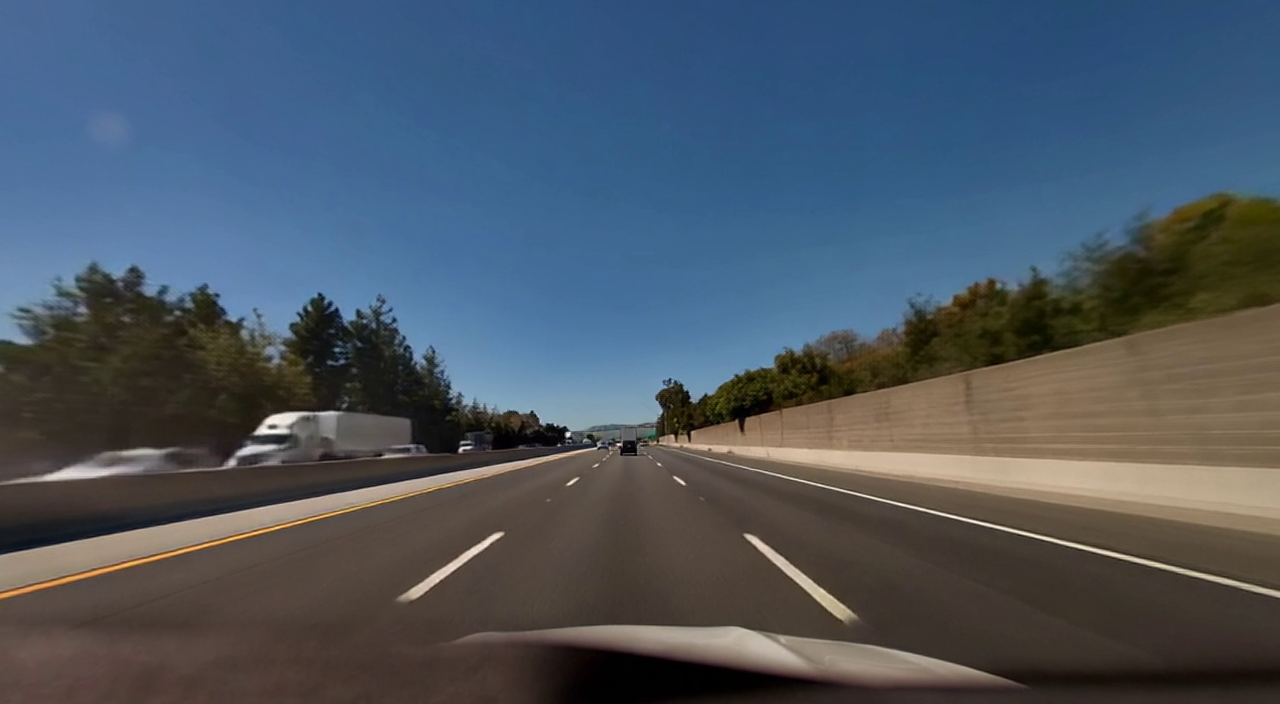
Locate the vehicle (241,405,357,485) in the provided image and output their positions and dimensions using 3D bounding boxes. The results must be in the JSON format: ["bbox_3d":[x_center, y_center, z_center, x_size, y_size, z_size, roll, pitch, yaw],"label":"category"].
[{"bbox_3d":[-19.603,5.395,36.766,2.993,4.166,6.516,0,-8,-1],"label":"vehicle"}]

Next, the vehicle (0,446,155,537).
[{"bbox_3d":[-11.684,2.528,11.695,1.875,1.470,4.357,0,-8,-1],"label":"vehicle"}]

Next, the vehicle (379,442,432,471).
[{"bbox_3d":[-15.768,7.036,42.568,1.992,1.792,4.434,-1,-8,-1],"label":"vehicle"}]
